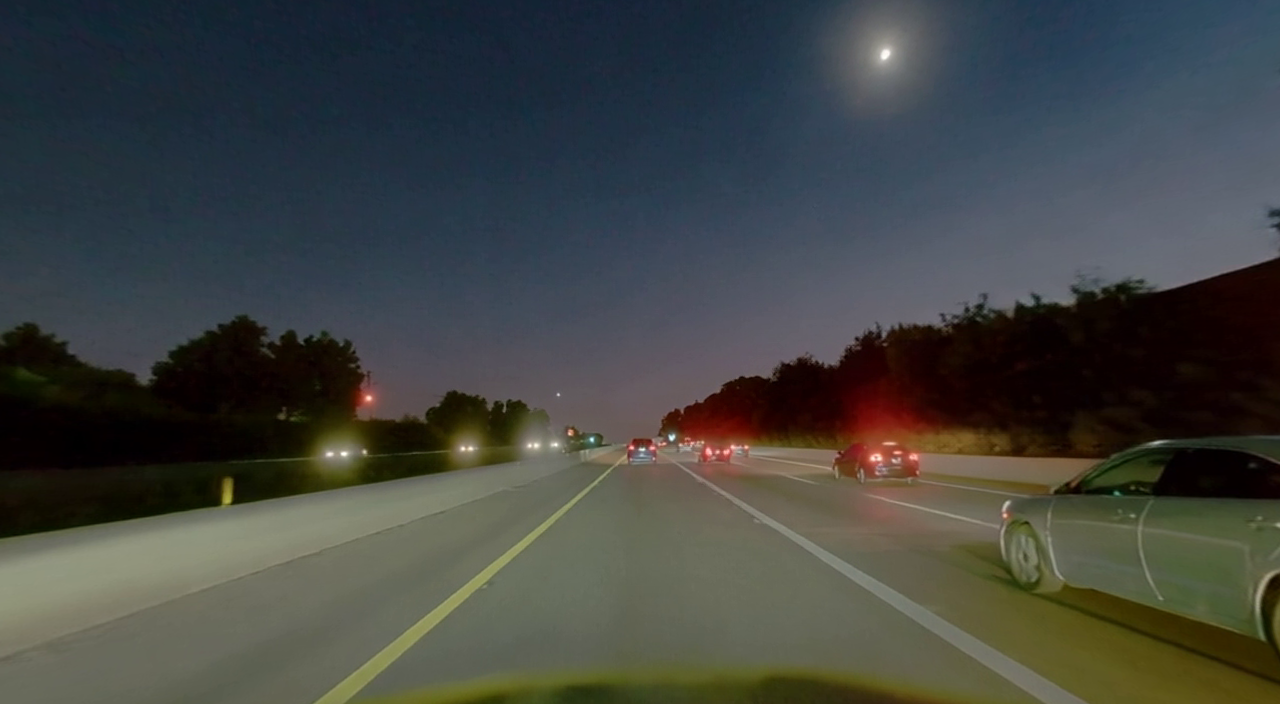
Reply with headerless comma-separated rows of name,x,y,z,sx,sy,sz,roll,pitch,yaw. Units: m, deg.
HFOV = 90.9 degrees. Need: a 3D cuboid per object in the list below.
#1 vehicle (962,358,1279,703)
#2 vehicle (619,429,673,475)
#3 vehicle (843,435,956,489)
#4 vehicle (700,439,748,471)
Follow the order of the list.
vehicle,3.734,0.916,3.085,2.003,1.661,4.418,-1,-8,1
vehicle,0.224,4.335,27.562,2.189,1.852,4.038,0,-8,0
vehicle,8.087,3.459,20.146,1.810,1.516,4.183,0,-8,0
vehicle,4.204,5.190,32.104,1.825,1.487,4.034,0,-8,-1
